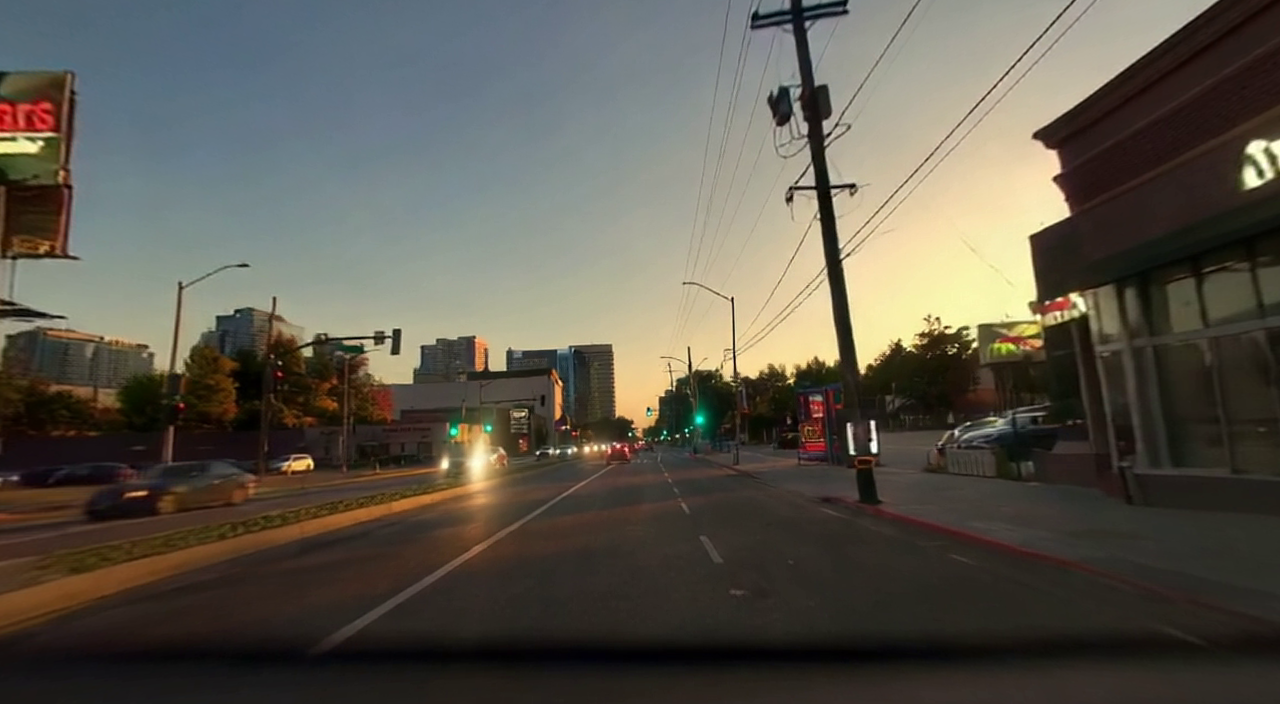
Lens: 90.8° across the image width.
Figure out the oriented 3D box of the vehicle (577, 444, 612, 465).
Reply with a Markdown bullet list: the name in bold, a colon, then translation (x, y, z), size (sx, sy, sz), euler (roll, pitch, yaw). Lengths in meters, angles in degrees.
- **vehicle**: translation (-3.101, 7.162, 44.253), size (1.962, 1.420, 4.021), euler (-1, -9, 3)

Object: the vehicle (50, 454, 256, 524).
- **vehicle**: translation (-12.412, 3.462, 16.585), size (1.756, 1.511, 4.474), euler (-1, -9, 1)

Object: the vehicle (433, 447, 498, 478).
- **vehicle**: translation (-9.002, 5.731, 33.053), size (2.050, 1.457, 4.338), euler (-1, -9, 2)
